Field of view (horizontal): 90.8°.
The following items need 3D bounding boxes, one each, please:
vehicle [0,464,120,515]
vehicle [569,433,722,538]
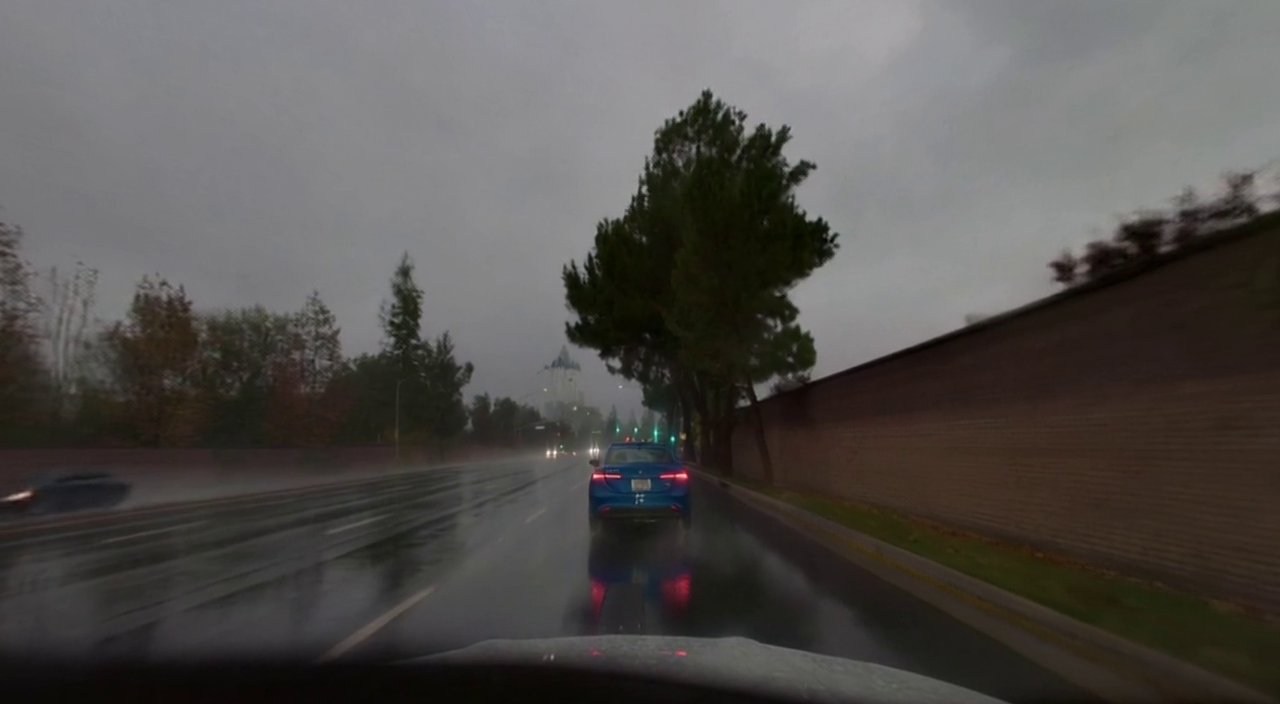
[{"bbox_3d":[-21.530,4.808,22.525,1.950,1.485,4.711,0,-8,0],"label":"vehicle"},{"bbox_3d":[0.068,2.253,11.330,2.205,1.509,4.272,0,-8,0],"label":"vehicle"}]
